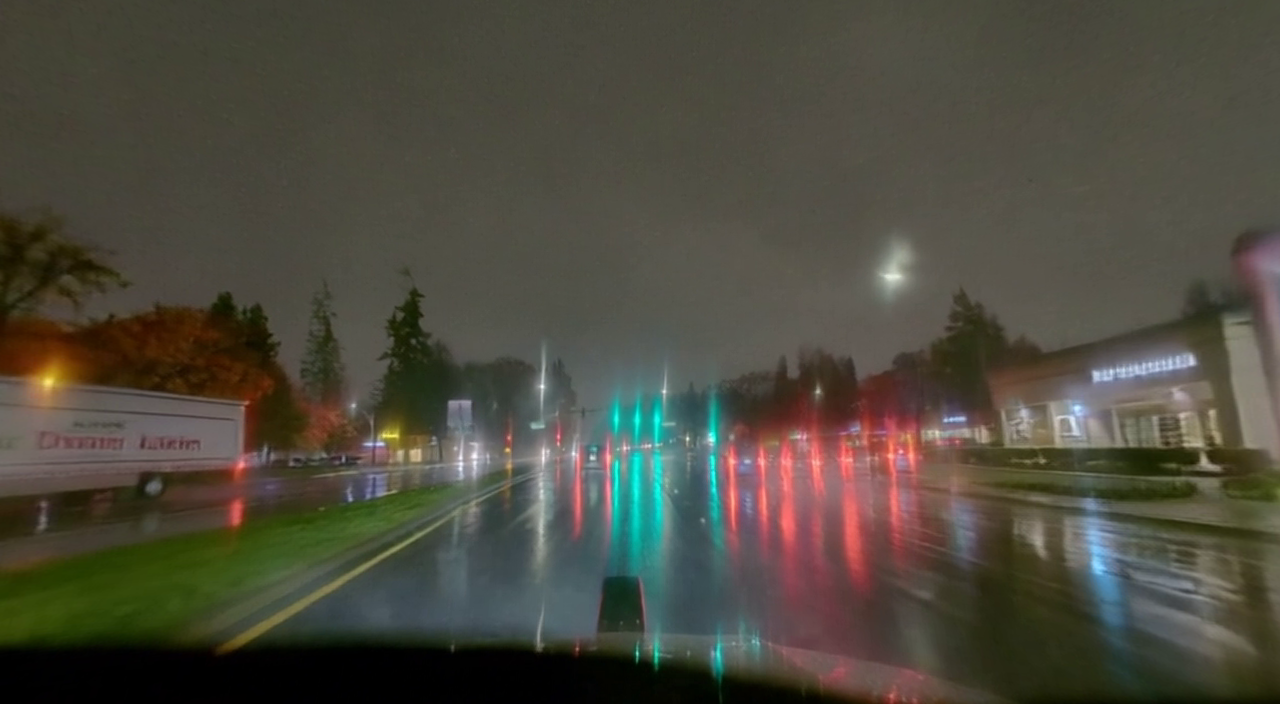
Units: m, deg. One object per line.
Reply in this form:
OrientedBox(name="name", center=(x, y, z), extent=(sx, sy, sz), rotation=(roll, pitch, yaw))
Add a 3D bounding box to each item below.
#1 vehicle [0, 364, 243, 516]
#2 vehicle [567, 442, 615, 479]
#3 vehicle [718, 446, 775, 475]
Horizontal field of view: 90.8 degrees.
OrientedBox(name="vehicle", center=(-19.229, 2.722, 19.440), extent=(3.133, 4.167, 16.699), rotation=(-1, -8, 0))
OrientedBox(name="vehicle", center=(-2.254, 5.002, 29.471), extent=(2.072, 1.545, 4.578), rotation=(0, -8, -4))
OrientedBox(name="vehicle", center=(5.810, 5.941, 34.987), extent=(2.075, 1.475, 4.571), rotation=(0, -8, -4))
